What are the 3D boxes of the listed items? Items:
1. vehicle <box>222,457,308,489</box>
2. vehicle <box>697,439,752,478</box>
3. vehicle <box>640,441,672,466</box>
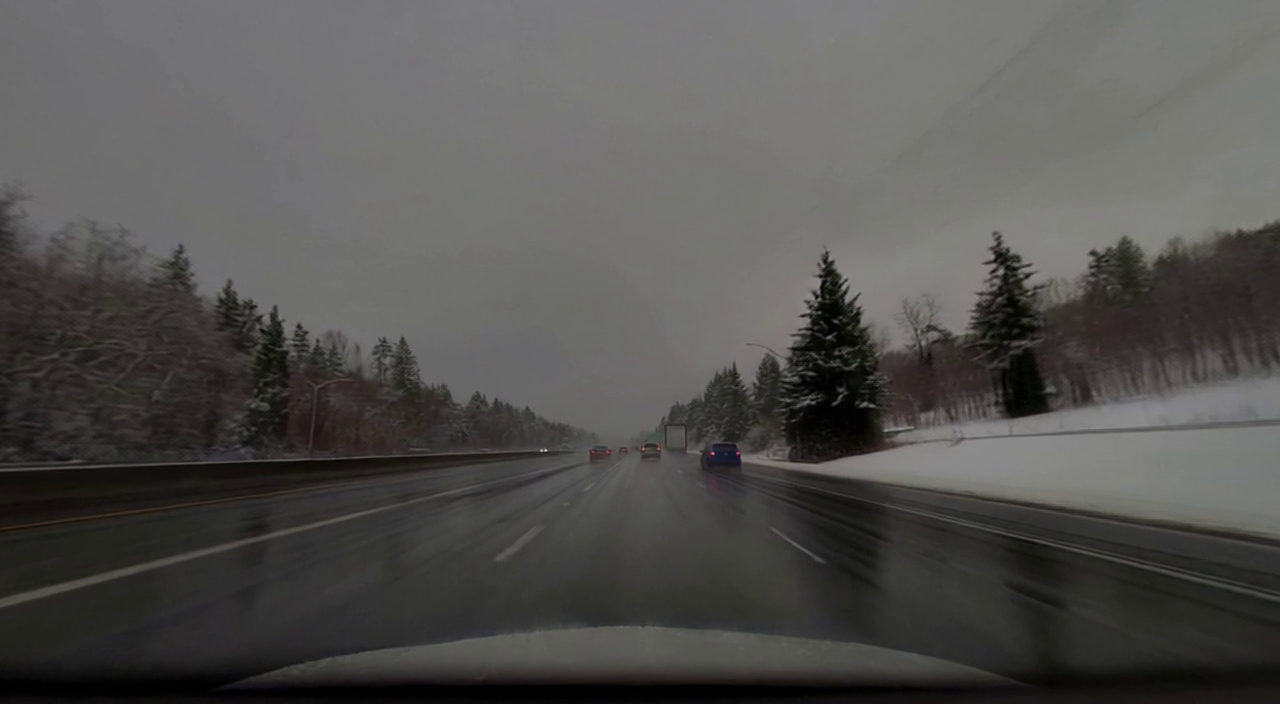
[{"bbox_3d":[-21.272,6.854,35.943,1.970,1.553,4.519,0,-9,2],"label":"vehicle"},{"bbox_3d":[4.040,5.165,30.729,2.082,1.720,4.393,1,-9,0],"label":"vehicle"},{"bbox_3d":[1.155,7.599,47.202,2.205,1.785,4.423,1,-9,0],"label":"vehicle"}]
